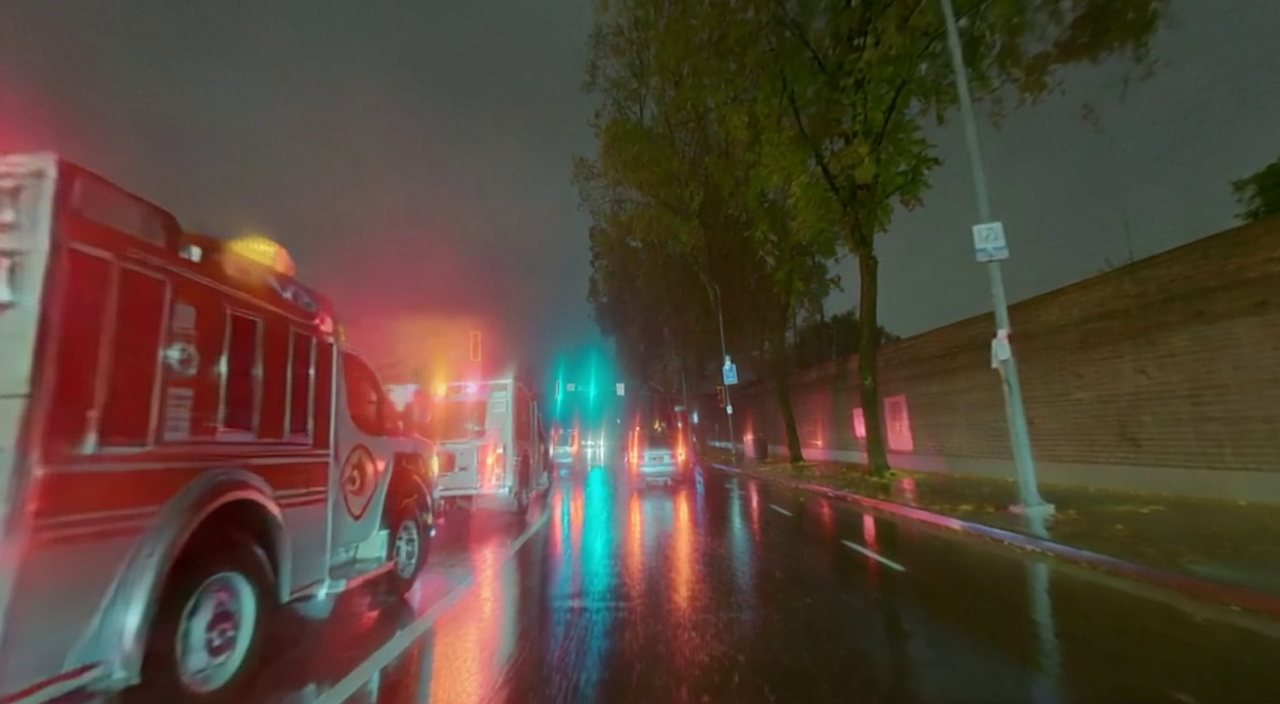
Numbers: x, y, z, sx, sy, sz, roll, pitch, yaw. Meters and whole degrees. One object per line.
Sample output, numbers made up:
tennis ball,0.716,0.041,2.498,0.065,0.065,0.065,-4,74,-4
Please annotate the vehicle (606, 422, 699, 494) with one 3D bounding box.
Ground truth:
vehicle,0.182,3.114,18.872,2.332,1.831,4.930,0,-8,-4

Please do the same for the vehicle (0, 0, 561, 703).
vehicle,-3.593,0.885,8.724,3.631,3.655,12.773,0,-8,-1
